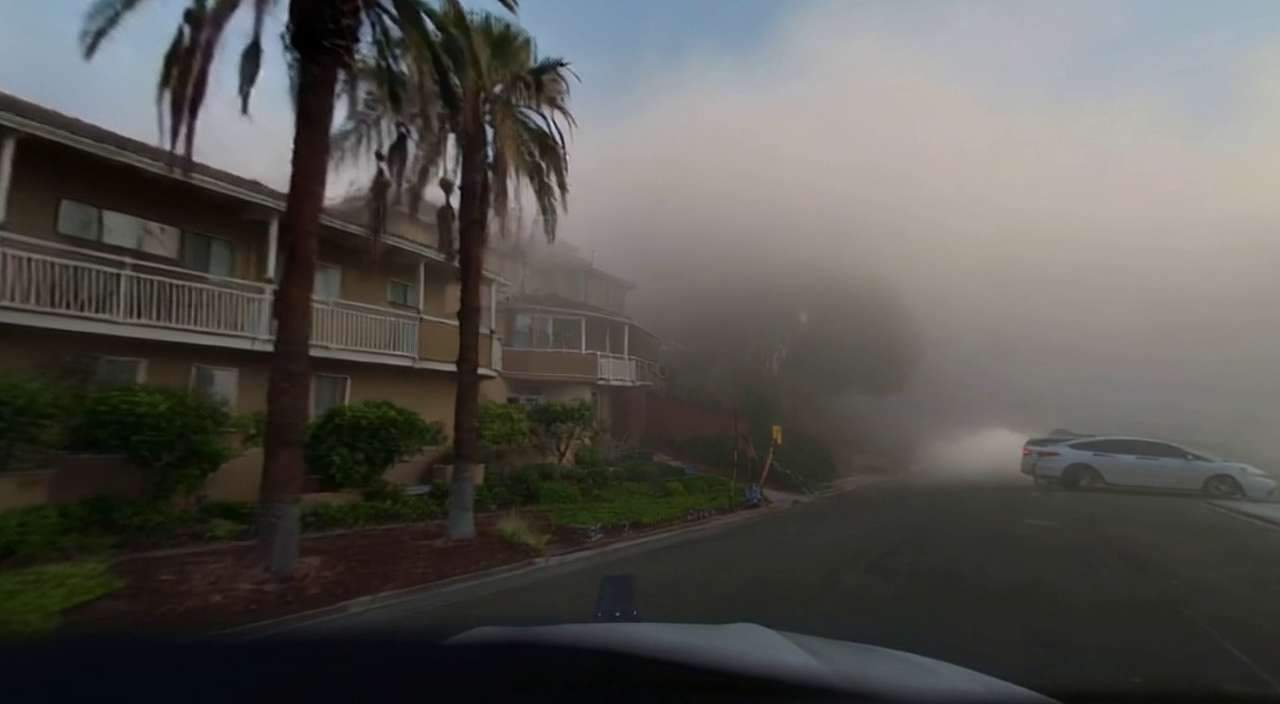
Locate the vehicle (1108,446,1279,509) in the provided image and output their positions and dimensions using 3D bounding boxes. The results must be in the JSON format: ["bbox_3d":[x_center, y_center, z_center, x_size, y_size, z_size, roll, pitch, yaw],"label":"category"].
[{"bbox_3d":[16.116,3.557,18.067,4.195,1.446,1.979,-4,-11,40],"label":"vehicle"}]
